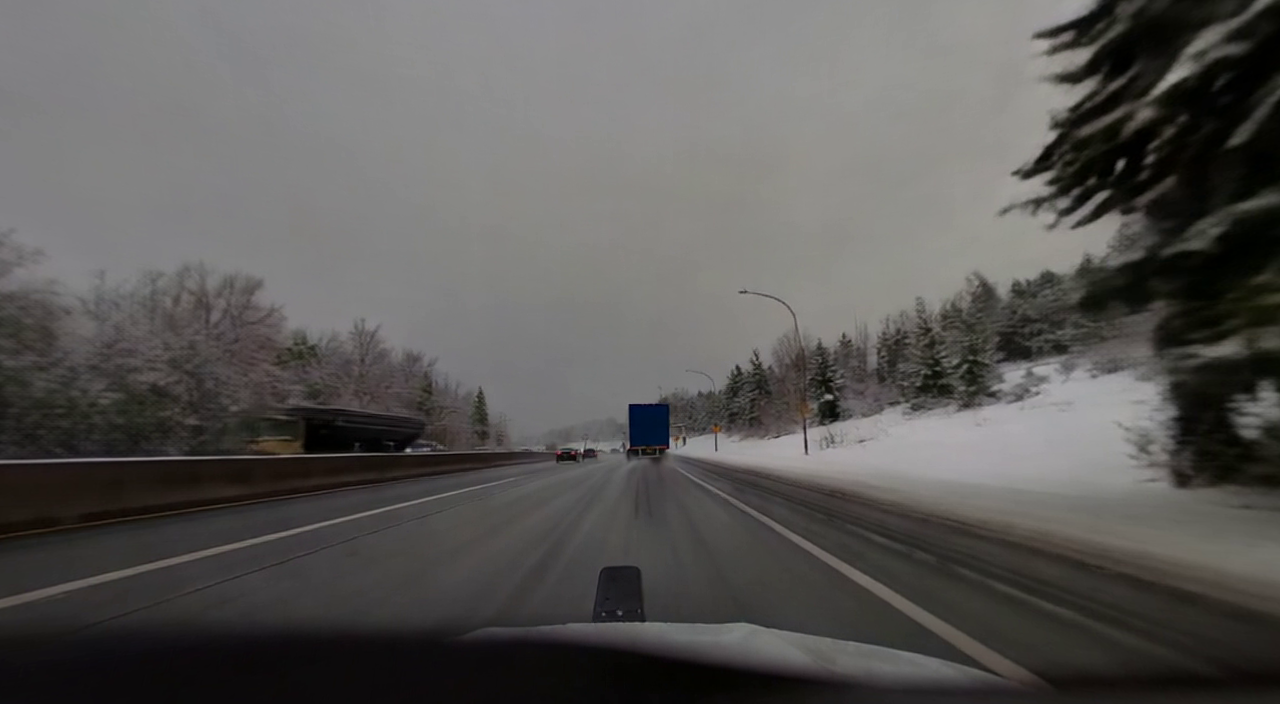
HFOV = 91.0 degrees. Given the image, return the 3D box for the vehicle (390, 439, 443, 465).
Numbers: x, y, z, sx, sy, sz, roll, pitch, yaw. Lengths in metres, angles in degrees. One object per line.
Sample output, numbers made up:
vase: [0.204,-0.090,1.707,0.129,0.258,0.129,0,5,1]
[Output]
vehicle: [-16.193,7.285,45.898,2.006,1.734,4.746,0,-9,1]

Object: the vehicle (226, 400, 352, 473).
vehicle: [-20.757,5.148,37.914,3.004,3.930,7.523,0,-9,1]
